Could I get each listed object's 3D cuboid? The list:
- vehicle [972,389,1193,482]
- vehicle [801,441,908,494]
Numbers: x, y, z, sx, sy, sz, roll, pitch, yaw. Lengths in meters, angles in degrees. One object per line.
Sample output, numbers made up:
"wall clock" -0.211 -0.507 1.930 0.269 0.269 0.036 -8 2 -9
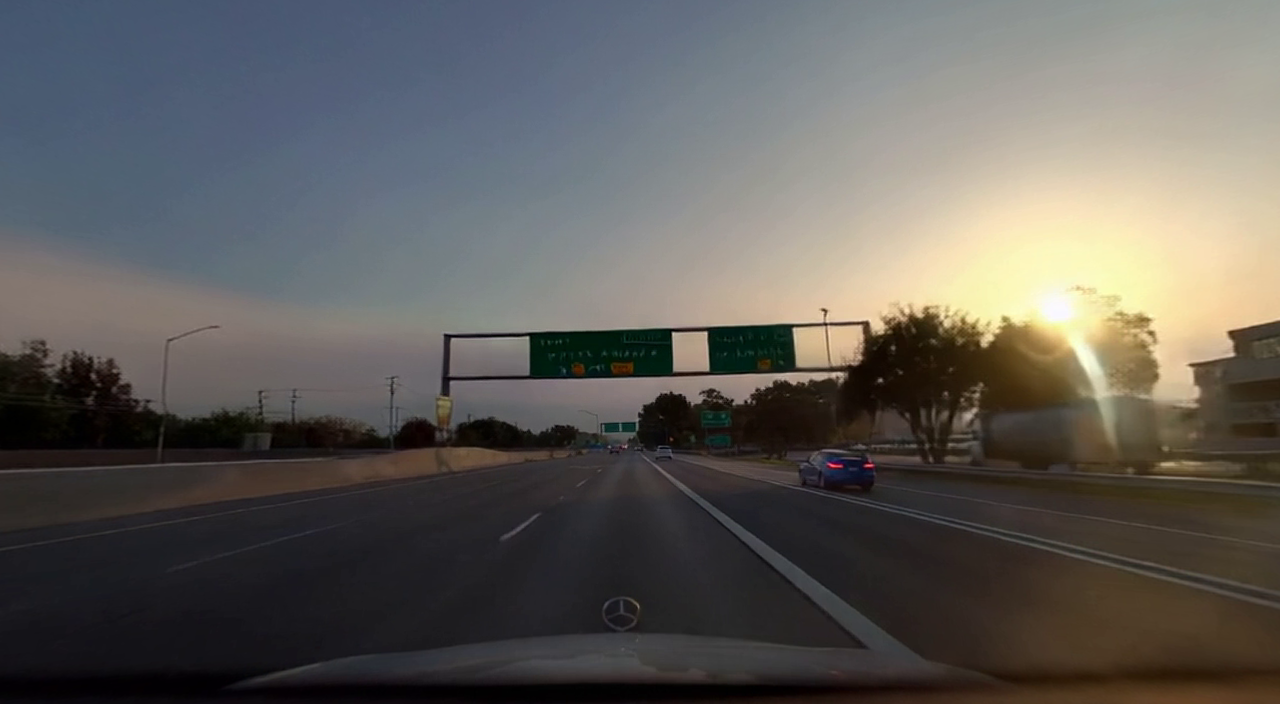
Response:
"vehicle" 20.728 4.165 30.945 2.841 3.731 10.555 0 -9 -2
"vehicle" 6.906 3.737 20.925 1.958 1.498 4.447 0 -8 0
